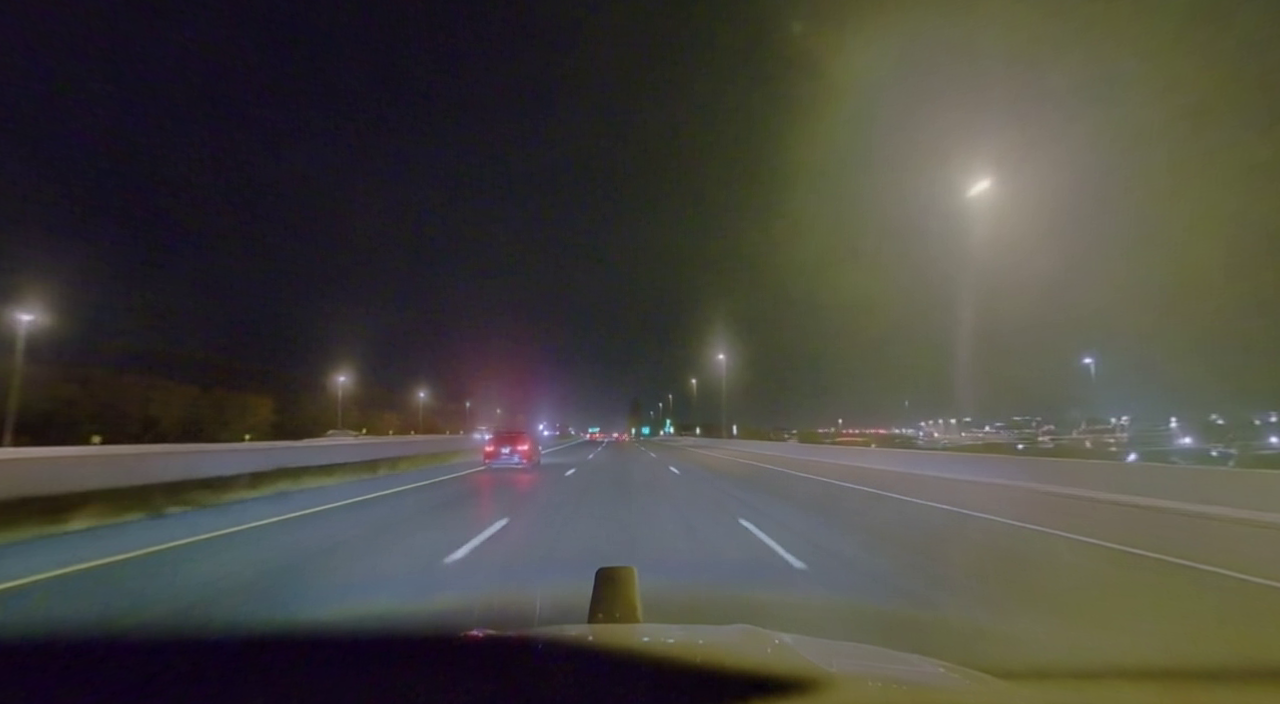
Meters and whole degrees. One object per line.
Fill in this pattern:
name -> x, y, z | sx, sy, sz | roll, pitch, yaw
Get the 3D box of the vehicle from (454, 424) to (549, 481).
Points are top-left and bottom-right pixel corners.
vehicle -> -4.197, 3.114, 19.851 | 2.062, 1.591, 4.156 | 0, -8, 0
